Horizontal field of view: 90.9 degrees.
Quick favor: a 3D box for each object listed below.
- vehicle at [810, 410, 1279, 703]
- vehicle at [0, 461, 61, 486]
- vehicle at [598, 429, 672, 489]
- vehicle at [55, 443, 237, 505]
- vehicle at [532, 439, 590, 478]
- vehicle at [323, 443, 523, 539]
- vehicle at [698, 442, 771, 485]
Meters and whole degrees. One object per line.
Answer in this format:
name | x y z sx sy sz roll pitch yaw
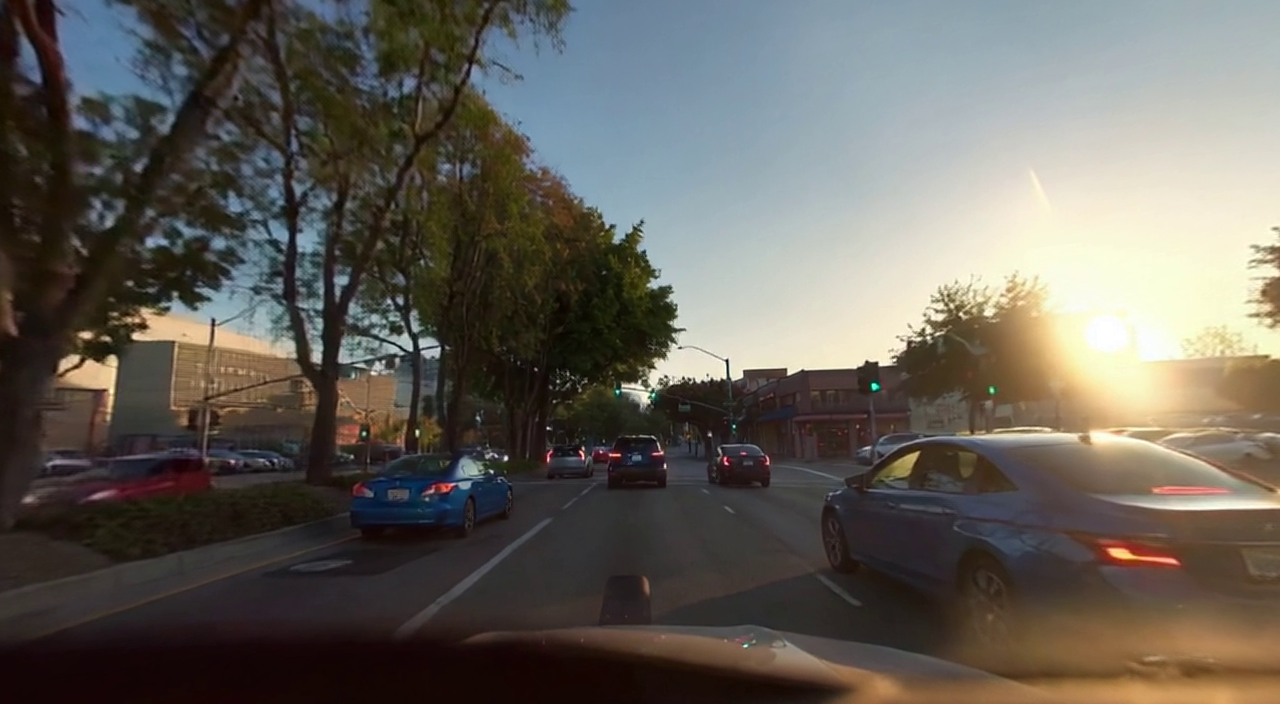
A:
vehicle | 3.003 1.308 4.961 2.052 1.475 4.540 0 -8 0
vehicle | -40.512 7.909 41.159 4.552 1.492 1.882 -3 -8 19
vehicle | -0.163 3.746 22.462 2.361 1.898 4.465 0 -8 0
vehicle | -16.189 3.980 21.103 2.205 1.795 4.757 0 -8 0
vehicle | -3.570 4.863 29.099 2.130 1.645 3.995 0 -8 0
vehicle | -3.529 2.314 11.173 2.115 1.369 3.908 0 -8 0
vehicle | 3.492 4.189 24.151 2.058 1.472 4.317 0 -8 -1
